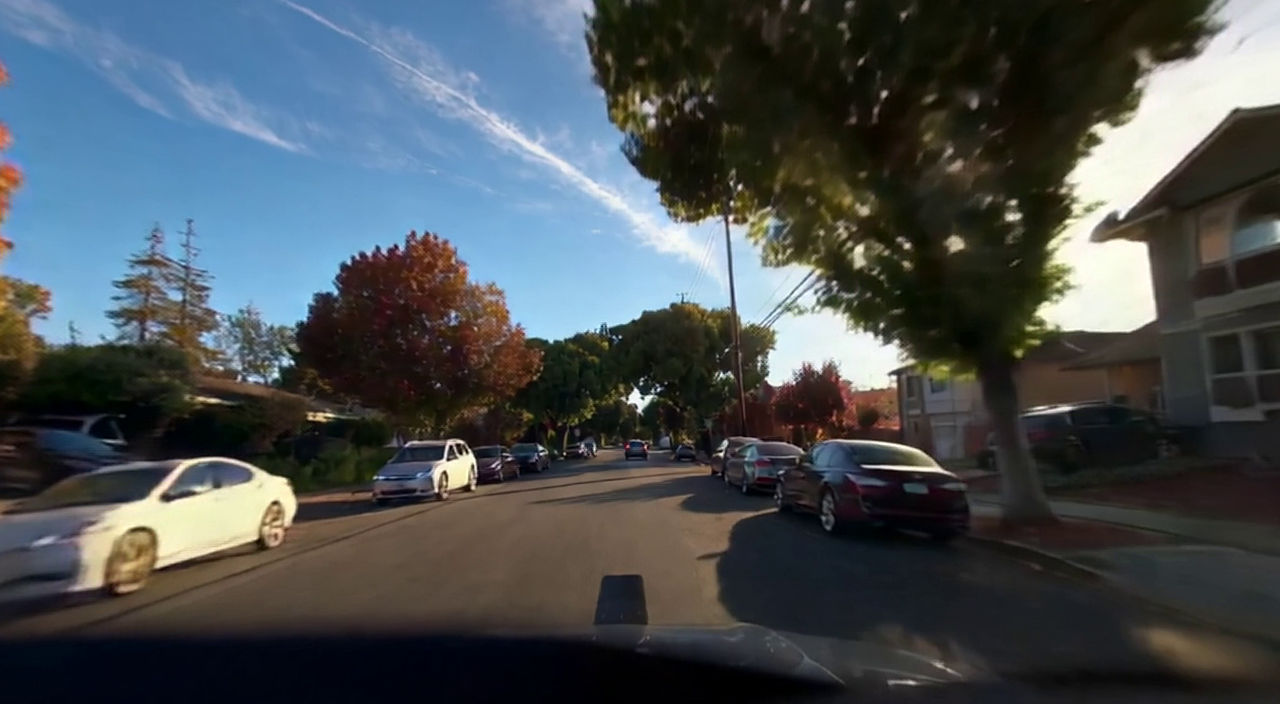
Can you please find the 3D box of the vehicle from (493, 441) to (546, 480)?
[{"bbox_3d":[-6.238,5.634,33.249,1.769,1.572,4.990,-4,-6,-1],"label":"vehicle"}]

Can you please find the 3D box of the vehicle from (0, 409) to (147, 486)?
[{"bbox_3d":[-18.864,2.874,18.921,5.916,2.146,2.717,4,-11,-28],"label":"vehicle"}]

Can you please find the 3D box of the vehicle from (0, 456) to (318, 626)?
[{"bbox_3d":[-6.049,2.099,7.892,1.951,1.327,4.191,-2,-7,-1],"label":"vehicle"}]

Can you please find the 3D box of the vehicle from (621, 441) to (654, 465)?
[{"bbox_3d":[-0.219,6.633,41.690,2.062,1.509,4.305,0,-8,-1],"label":"vehicle"}]

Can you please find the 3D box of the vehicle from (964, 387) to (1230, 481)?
[{"bbox_3d":[10.414,1.885,14.365,5.782,1.786,2.233,3,-10,-25],"label":"vehicle"}]

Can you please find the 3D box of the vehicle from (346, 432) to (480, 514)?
[{"bbox_3d":[-6.113,3.235,17.754,2.115,1.820,5.002,-3,-7,-3],"label":"vehicle"}]

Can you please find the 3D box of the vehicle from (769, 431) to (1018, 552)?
[{"bbox_3d":[3.695,2.121,10.434,2.039,1.480,4.831,0,-8,-1],"label":"vehicle"}]
